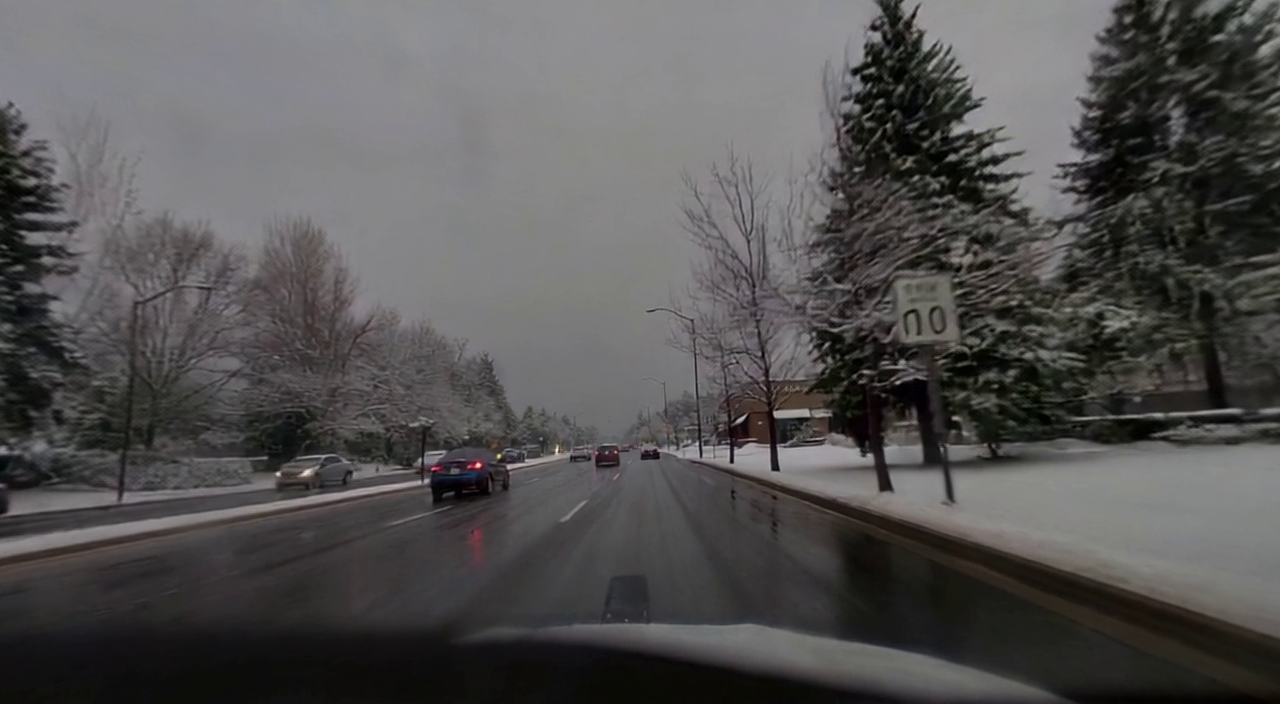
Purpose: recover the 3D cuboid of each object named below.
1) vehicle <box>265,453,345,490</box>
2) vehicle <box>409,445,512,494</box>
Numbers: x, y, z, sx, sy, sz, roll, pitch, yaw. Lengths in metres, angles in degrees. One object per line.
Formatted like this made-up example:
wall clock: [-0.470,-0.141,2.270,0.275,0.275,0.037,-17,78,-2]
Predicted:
vehicle: [-17.408,6.190,33.034,1.800,1.736,4.287,-1,-9,0]
vehicle: [-5.740,3.803,20.814,2.072,1.427,4.328,-1,-9,1]
